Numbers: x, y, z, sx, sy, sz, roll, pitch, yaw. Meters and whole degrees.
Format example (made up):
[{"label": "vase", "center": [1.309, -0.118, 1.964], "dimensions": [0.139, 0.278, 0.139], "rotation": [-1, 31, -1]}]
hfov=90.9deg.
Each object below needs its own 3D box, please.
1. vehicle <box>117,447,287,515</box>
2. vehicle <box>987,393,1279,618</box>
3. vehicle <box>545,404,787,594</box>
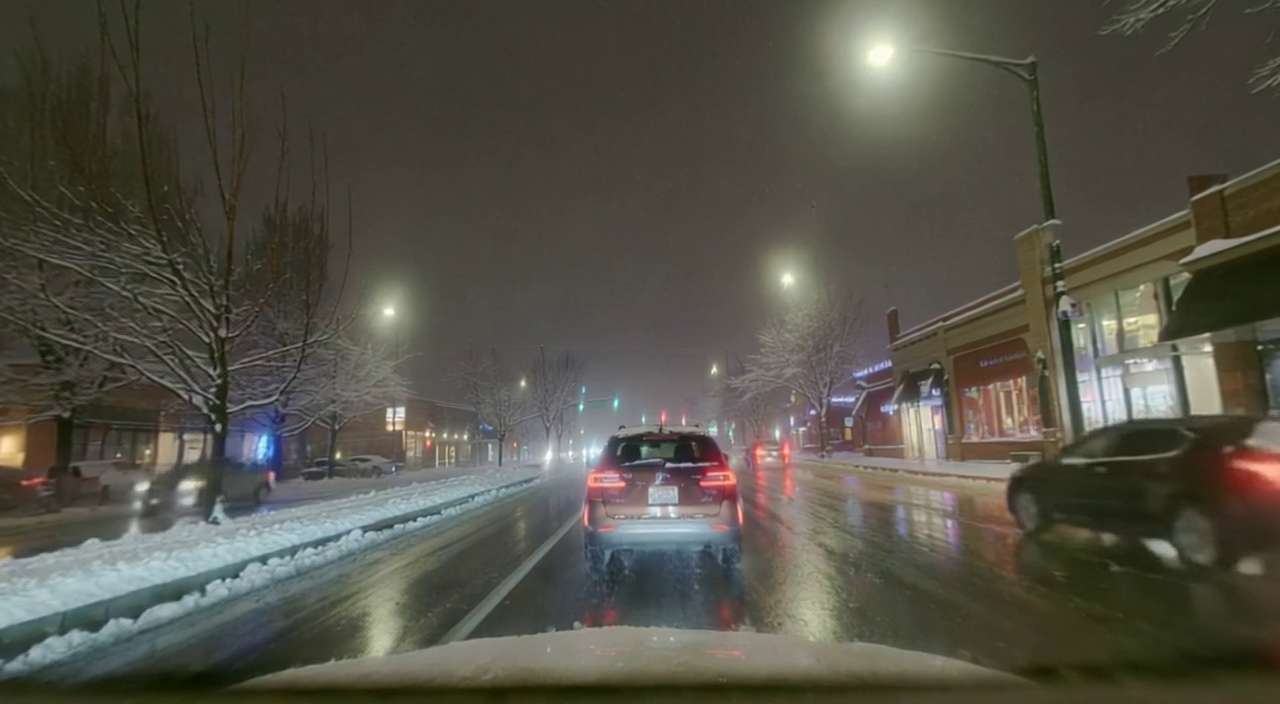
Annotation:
[{"label": "vehicle", "center": [-12.397, 3.610, 18.280], "dimensions": [1.965, 1.695, 4.284], "rotation": [0, -8, -3]}, {"label": "vehicle", "center": [5.819, 1.413, 6.594], "dimensions": [2.086, 1.627, 4.294], "rotation": [-1, -8, 3]}, {"label": "vehicle", "center": [0.221, 1.585, 7.584], "dimensions": [2.125, 1.669, 3.880], "rotation": [0, -8, 0]}]
